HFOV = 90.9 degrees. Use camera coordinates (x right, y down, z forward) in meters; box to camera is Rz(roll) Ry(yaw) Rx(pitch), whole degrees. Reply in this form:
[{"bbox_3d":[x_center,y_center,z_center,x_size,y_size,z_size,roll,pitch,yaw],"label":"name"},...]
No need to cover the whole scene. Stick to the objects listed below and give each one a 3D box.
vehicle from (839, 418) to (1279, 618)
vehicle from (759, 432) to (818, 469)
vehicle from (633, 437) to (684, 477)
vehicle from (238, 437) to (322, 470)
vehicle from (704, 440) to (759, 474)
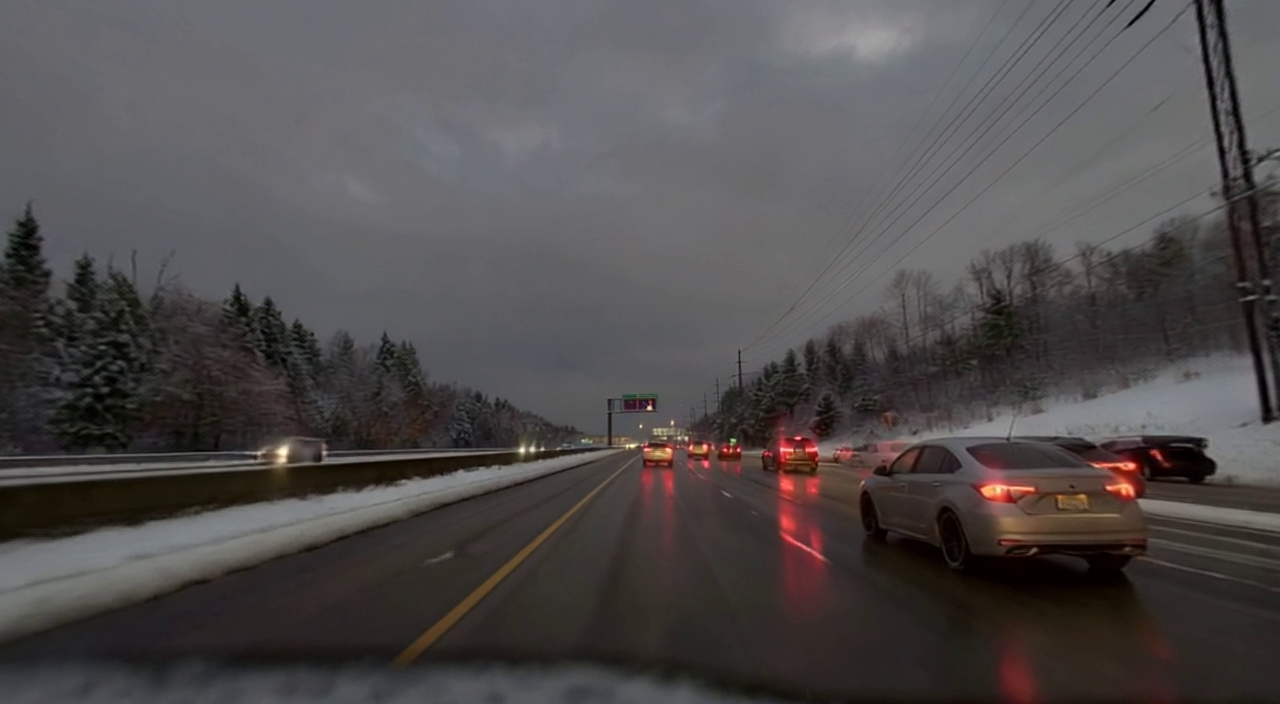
[{"bbox_3d":[3.924,1.573,6.982,1.986,1.478,4.429,0,-8,0],"label":"vehicle"},{"bbox_3d":[7.980,5.343,34.333,2.041,1.821,4.562,0,-8,0],"label":"vehicle"},{"bbox_3d":[0.753,4.533,27.456,2.042,1.581,3.769,0,-8,0],"label":"vehicle"},{"bbox_3d":[-20.384,5.748,35.925,2.015,1.716,4.433,0,-8,2],"label":"vehicle"},{"bbox_3d":[4.163,4.830,29.232,1.936,1.465,4.060,0,-8,0],"label":"vehicle"}]
